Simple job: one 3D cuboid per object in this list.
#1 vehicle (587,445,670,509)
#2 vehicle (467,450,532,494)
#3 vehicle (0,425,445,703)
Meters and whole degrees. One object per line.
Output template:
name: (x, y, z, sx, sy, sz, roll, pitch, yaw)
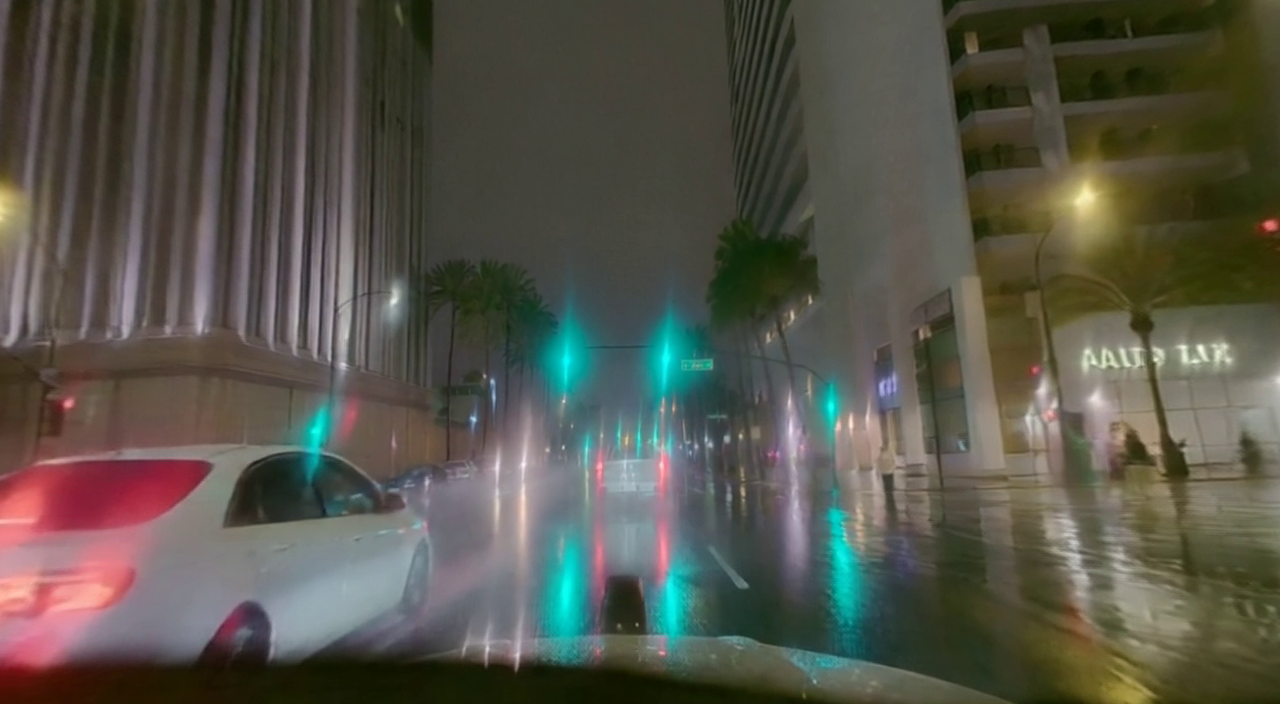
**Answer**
vehicle: (-0.316, 3.554, 18.425, 2.145, 1.632, 3.972, 0, -8, -1)
vehicle: (-6.718, 5.753, 30.582, 2.070, 1.893, 4.738, 0, -8, 0)
vehicle: (-3.300, 1.392, 4.947, 2.096, 1.492, 4.666, 0, -8, -1)
